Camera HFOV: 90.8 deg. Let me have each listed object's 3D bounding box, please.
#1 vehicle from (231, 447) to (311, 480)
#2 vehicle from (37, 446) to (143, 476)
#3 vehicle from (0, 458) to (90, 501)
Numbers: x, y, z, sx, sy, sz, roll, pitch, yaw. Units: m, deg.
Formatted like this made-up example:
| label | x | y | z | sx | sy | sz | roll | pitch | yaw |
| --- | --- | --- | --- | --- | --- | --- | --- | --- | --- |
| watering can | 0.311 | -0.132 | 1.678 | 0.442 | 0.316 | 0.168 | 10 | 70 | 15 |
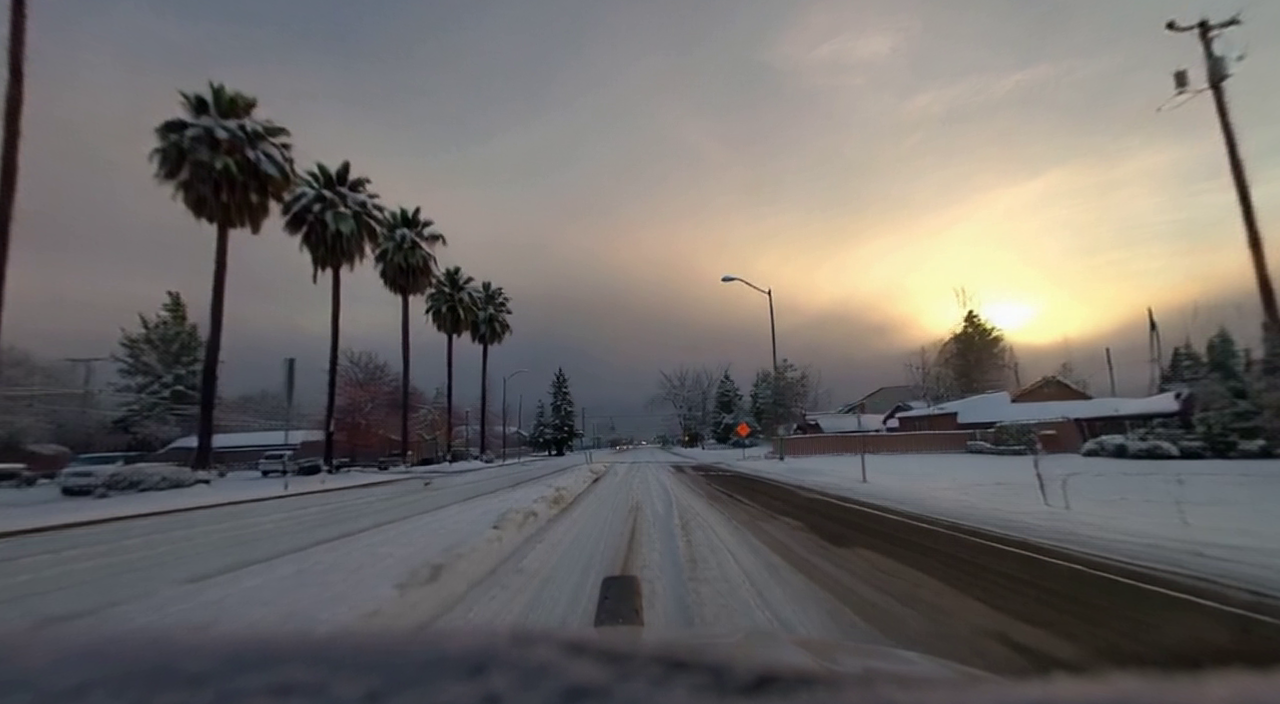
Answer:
| label | x | y | z | sx | sy | sz | roll | pitch | yaw |
| --- | --- | --- | --- | --- | --- | --- | --- | --- | --- |
| vehicle | -25.460 | 7.700 | 43.502 | 5.622 | 1.769 | 2.331 | -9 | -8 | 31 |
| vehicle | -39.576 | 7.882 | 45.654 | 5.244 | 2.021 | 2.086 | 6 | -10 | -29 |
| vehicle | -26.158 | 5.525 | 27.293 | 4.546 | 1.479 | 2.103 | -9 | -8 | 28 |
